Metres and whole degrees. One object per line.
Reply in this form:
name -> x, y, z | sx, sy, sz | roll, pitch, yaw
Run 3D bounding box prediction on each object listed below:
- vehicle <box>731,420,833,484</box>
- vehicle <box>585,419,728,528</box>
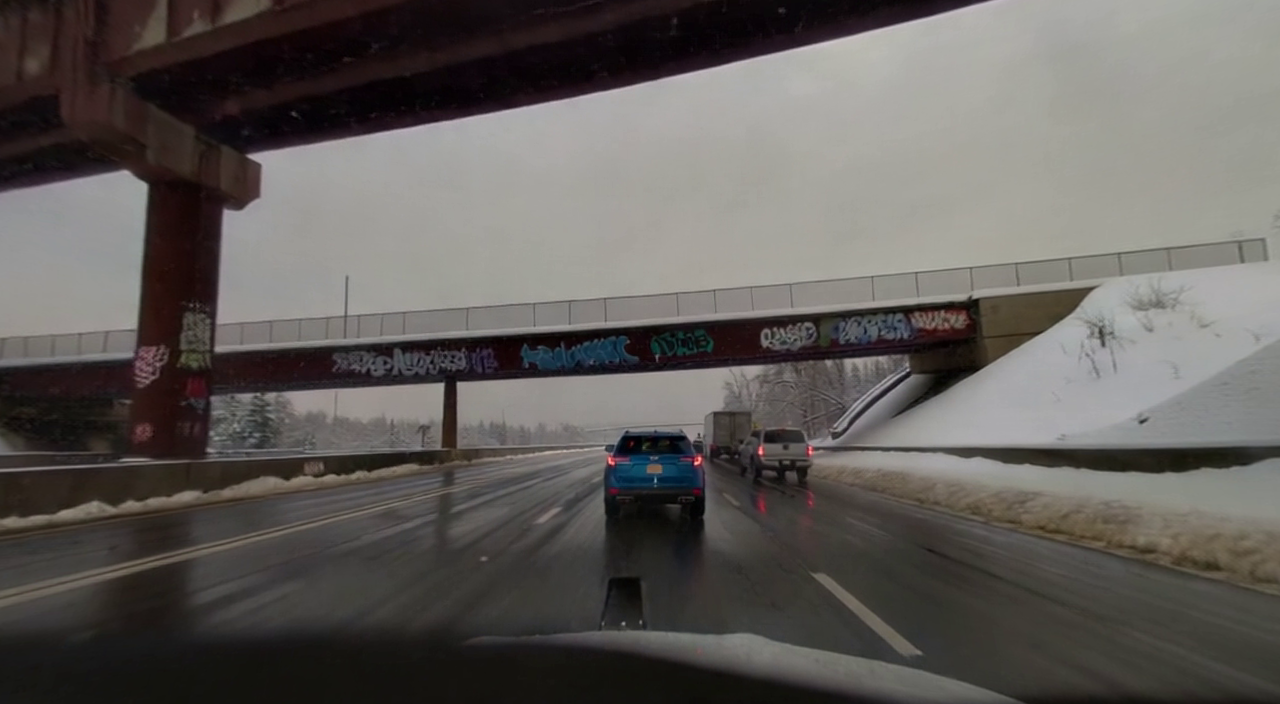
vehicle -> 4.767, 3.485, 22.283 | 2.311, 1.922, 5.977 | 0, -8, 1
vehicle -> 0.284, 2.160, 11.750 | 2.193, 1.651, 3.946 | 0, -8, 1
